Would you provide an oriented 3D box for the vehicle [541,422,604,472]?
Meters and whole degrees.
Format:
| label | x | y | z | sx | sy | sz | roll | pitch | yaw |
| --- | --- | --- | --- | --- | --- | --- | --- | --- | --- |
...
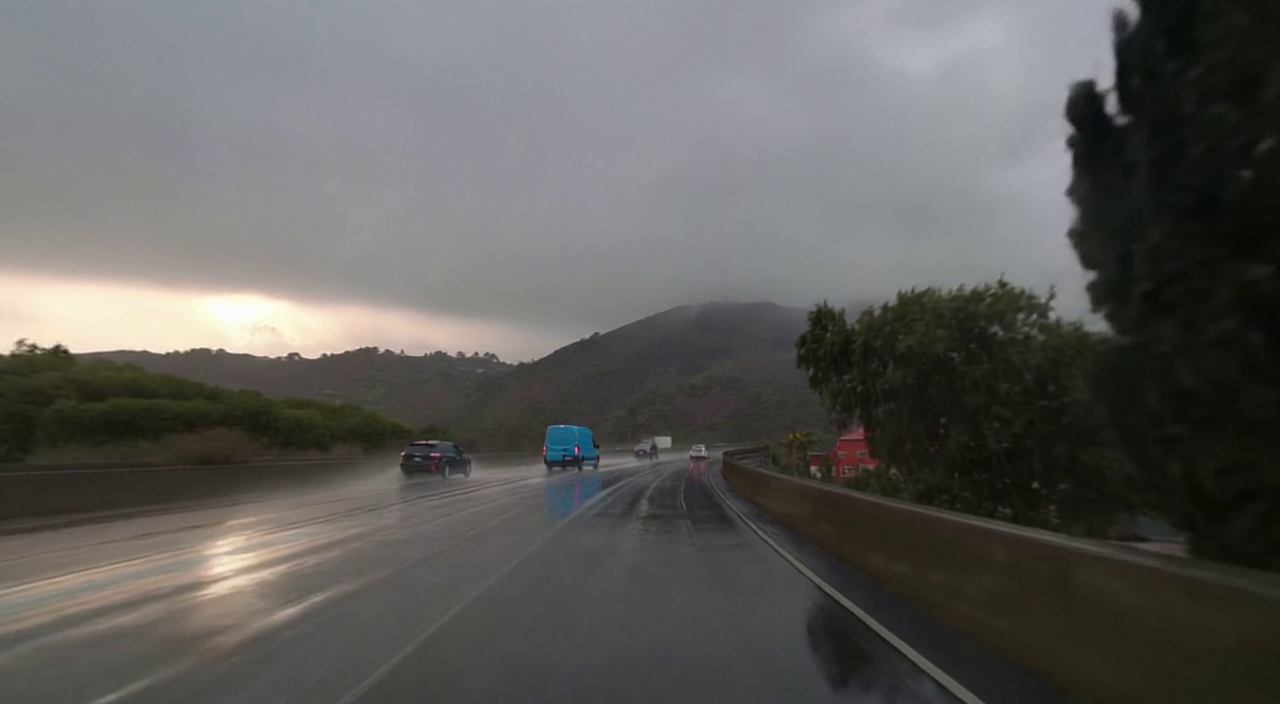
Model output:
| label | x | y | z | sx | sy | sz | roll | pitch | yaw |
| --- | --- | --- | --- | --- | --- | --- | --- | --- | --- |
| vehicle | -3.931 | 5.731 | 38.242 | 2.314 | 2.703 | 6.441 | -1 | -9 | 7 |

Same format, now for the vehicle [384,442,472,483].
| label | x | y | z | sx | sy | sz | roll | pitch | yaw |
| --- | --- | --- | --- | --- | --- | --- | --- | --- | --- |
| vehicle | -8.666 | 4.528 | 26.235 | 1.821 | 1.524 | 4.342 | -1 | -9 | 5 |
